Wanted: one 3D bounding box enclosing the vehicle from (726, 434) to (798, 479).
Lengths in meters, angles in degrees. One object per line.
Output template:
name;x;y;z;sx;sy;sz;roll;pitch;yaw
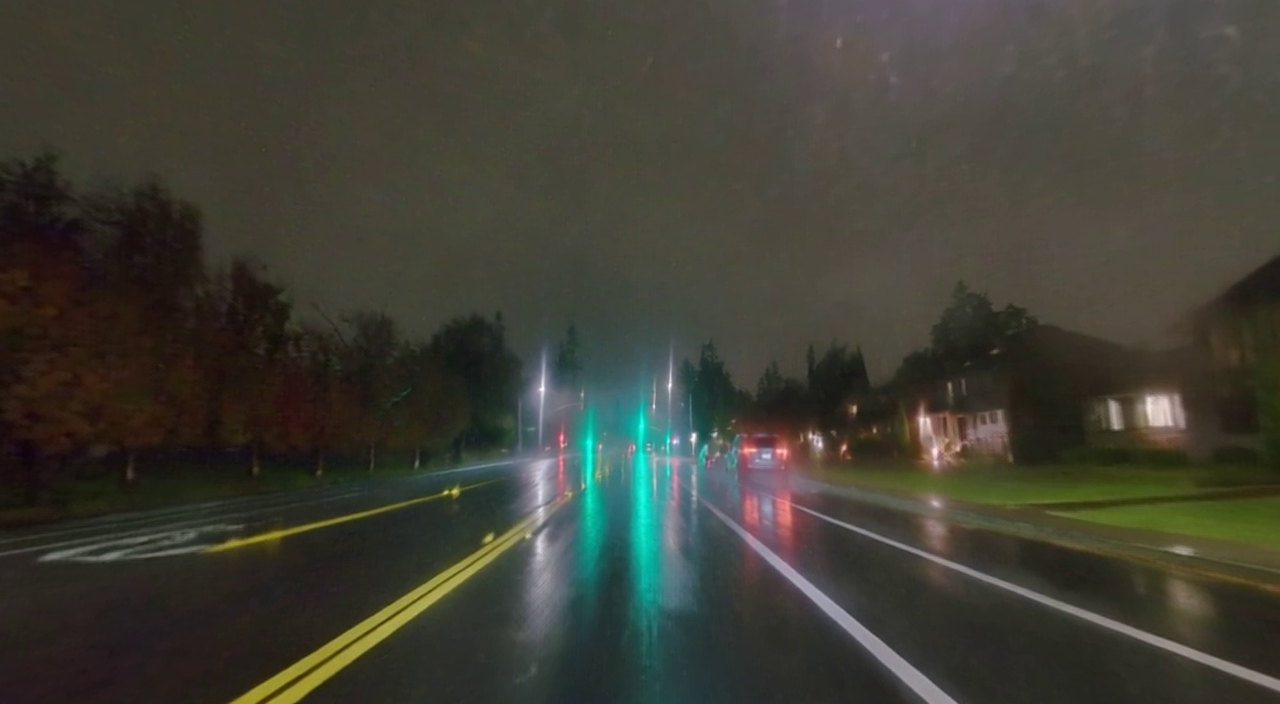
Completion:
vehicle;5.200;4.534;27.549;2.160;1.800;4.646;0;-9;-1

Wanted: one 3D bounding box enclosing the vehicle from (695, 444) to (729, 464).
vehicle;5.492;7.891;48.796;1.935;1.453;4.488;0;-9;-3
